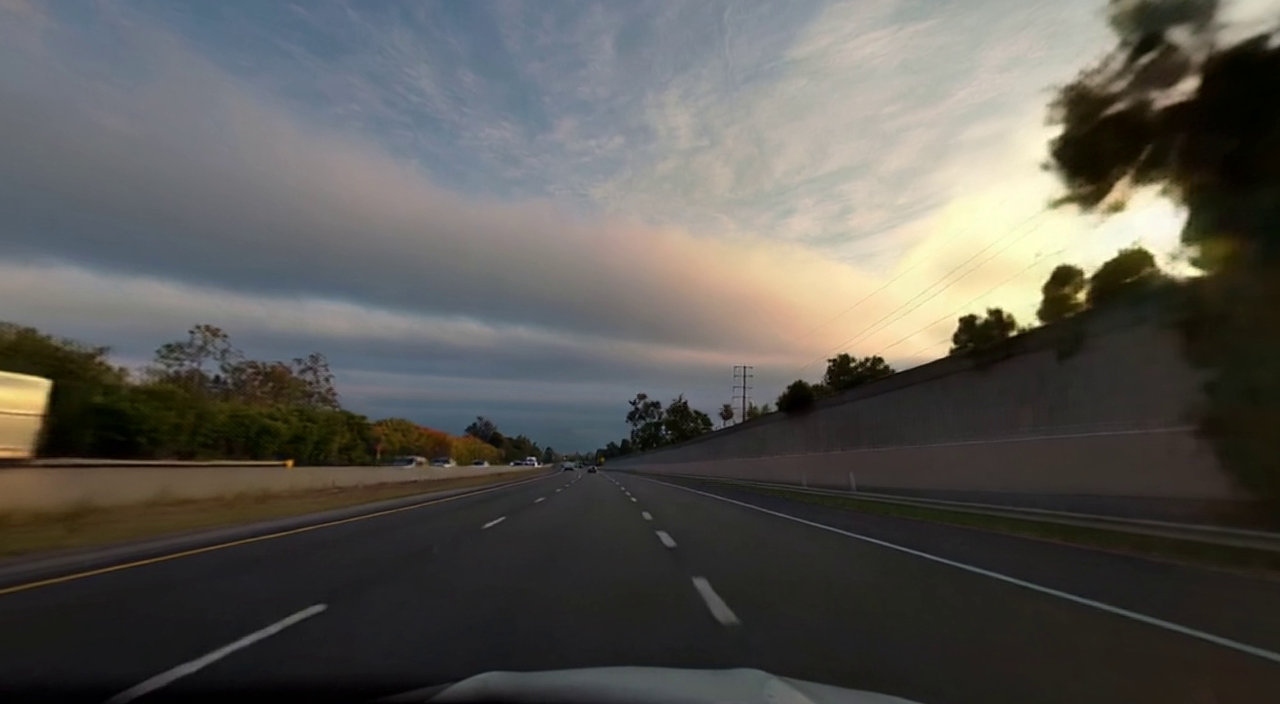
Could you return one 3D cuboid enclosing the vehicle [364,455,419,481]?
[{"bbox_3d":[-15.394,7.228,39.330,1.841,1.485,4.529,1,-10,-3],"label":"vehicle"}]
